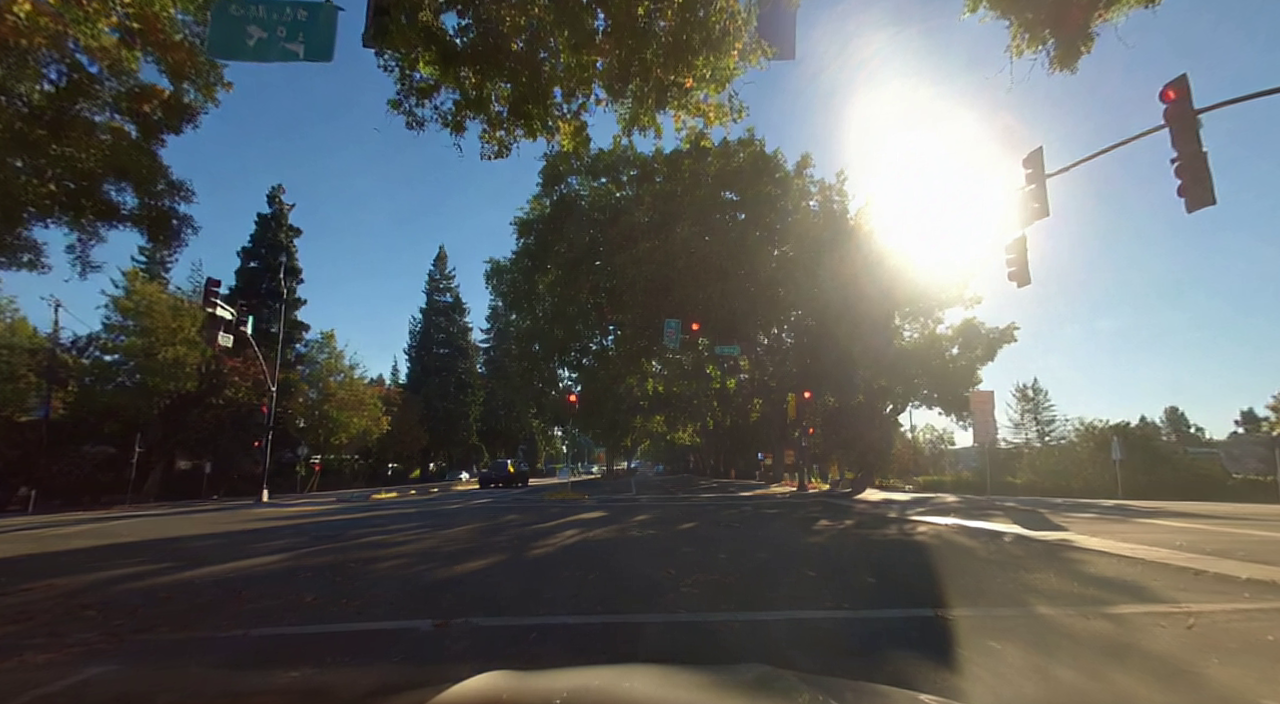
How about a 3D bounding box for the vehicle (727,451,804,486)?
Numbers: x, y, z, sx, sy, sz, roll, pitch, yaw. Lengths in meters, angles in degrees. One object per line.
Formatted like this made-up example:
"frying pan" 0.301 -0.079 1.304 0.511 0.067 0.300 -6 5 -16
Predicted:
"vehicle" 8.819 8.253 45.446 2.771 2.214 7.159 2 -9 -12
